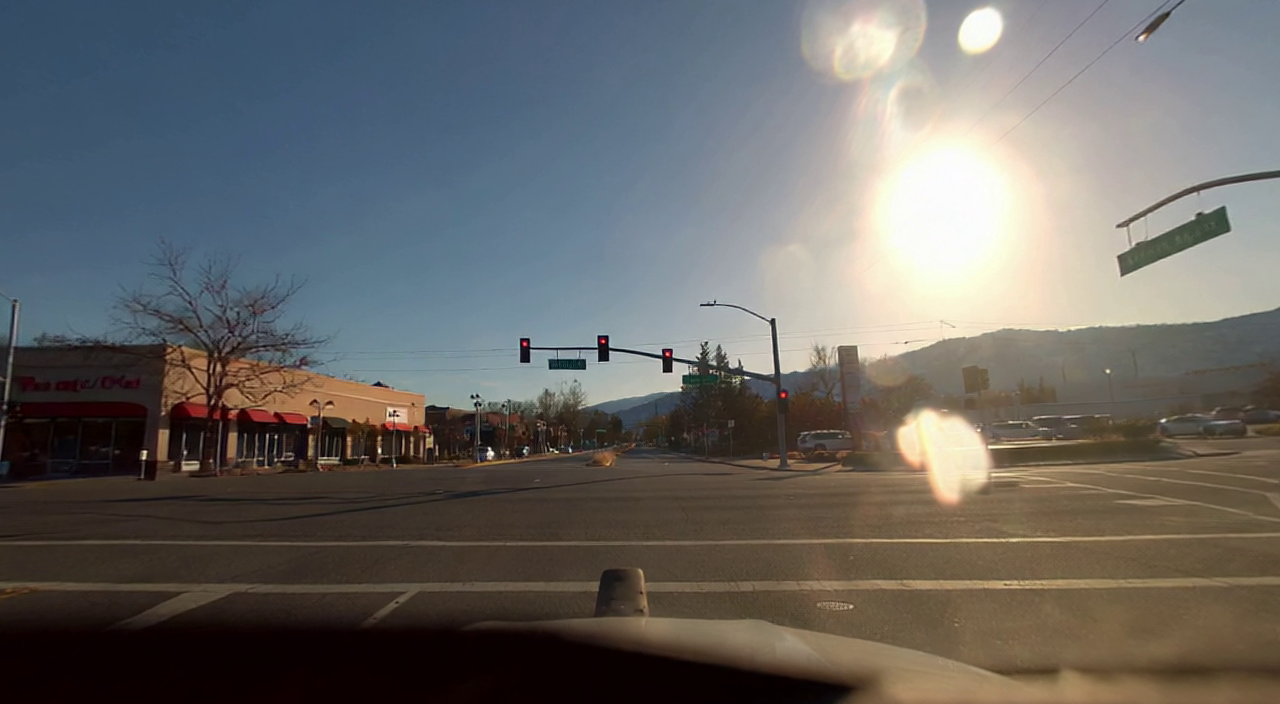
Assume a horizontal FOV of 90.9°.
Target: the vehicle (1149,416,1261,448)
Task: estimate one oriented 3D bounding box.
[{"bbox_3d":[28.267,4.073,31.724,1.799,1.459,4.266,0,-8,3],"label":"vehicle"}]
